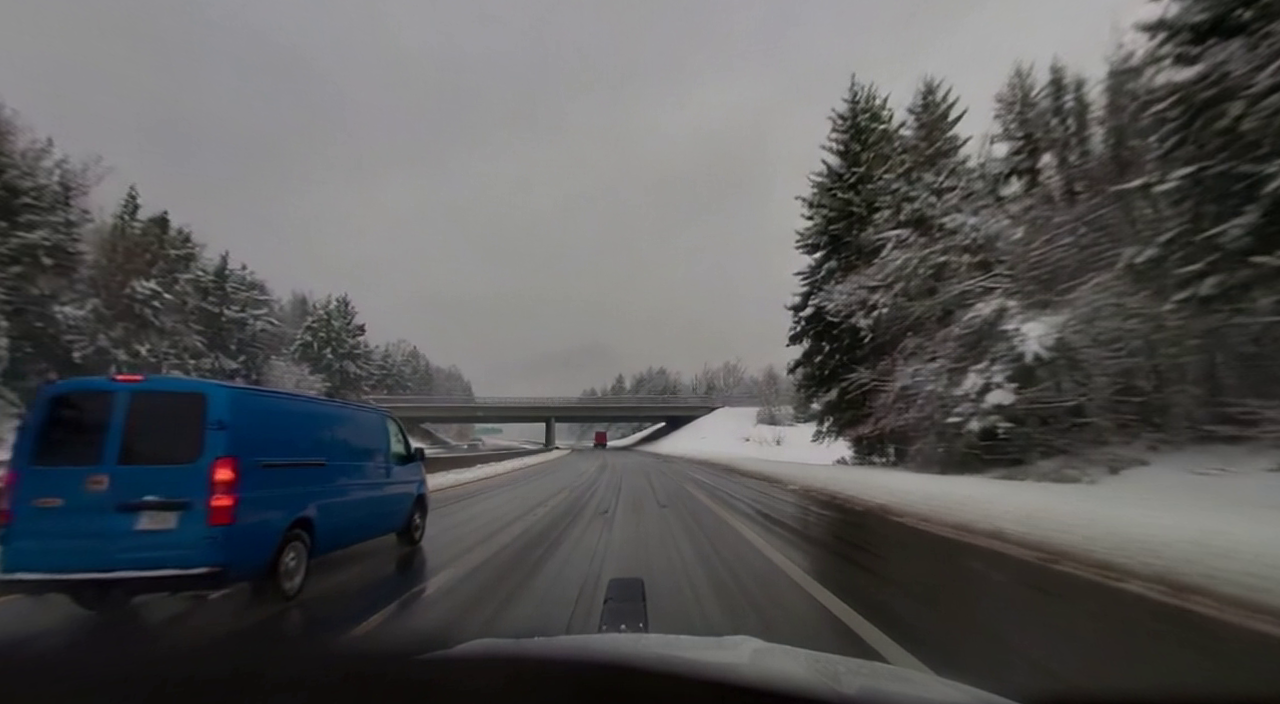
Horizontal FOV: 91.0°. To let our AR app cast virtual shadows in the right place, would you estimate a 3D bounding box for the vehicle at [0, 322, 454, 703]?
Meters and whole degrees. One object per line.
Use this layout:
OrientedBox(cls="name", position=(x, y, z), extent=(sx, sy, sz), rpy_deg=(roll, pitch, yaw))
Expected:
OrientedBox(cls="vehicle", position=(-3.665, 1.147, 5.710), extent=(2.372, 1.891, 5.061), rpy_deg=(0, -8, 0))
